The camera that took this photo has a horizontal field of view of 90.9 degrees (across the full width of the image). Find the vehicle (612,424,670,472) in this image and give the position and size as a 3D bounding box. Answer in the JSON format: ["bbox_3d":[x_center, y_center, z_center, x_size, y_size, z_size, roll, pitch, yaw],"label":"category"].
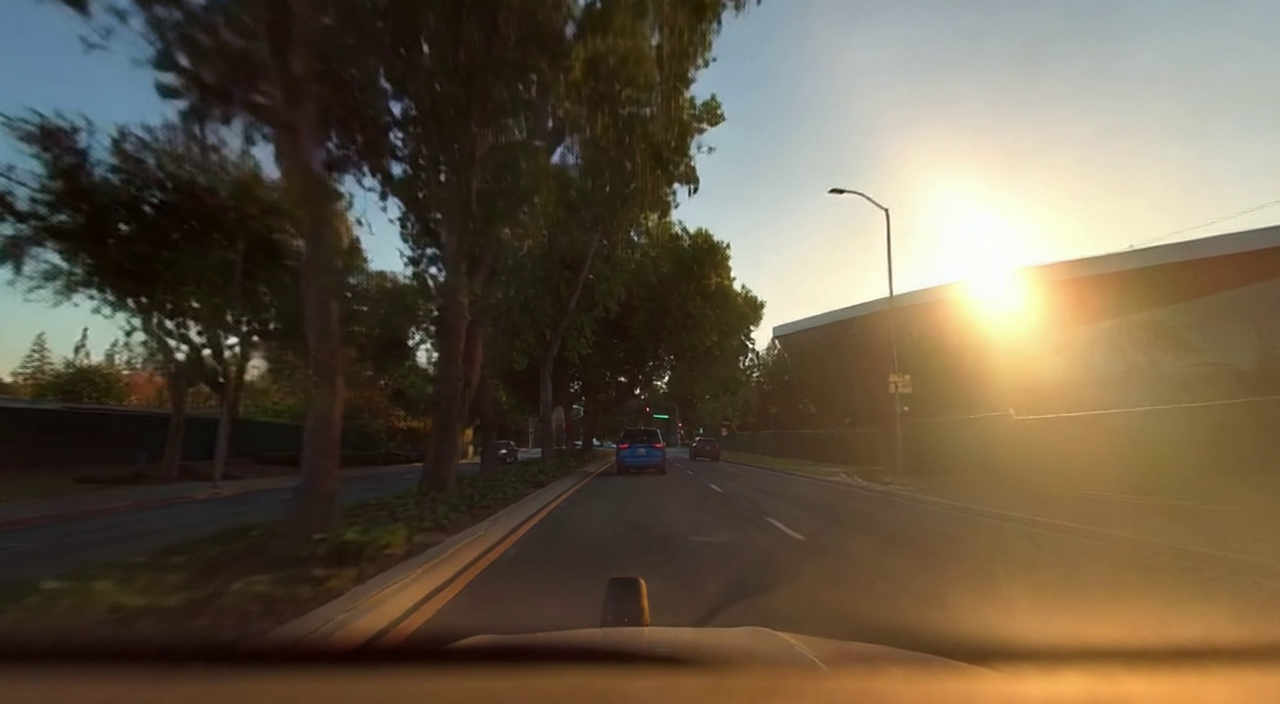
[{"bbox_3d":[0.073,4.267,28.140,2.386,1.947,4.168,0,-8,1],"label":"vehicle"}]

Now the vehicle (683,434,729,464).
[{"bbox_3d":[3.856,5.802,37.782,2.138,1.699,4.852,0,-8,-1],"label":"vehicle"}]

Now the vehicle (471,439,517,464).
[{"bbox_3d":[-9.431,6.455,41.030,2.028,1.502,4.646,0,-8,-2],"label":"vehicle"}]
